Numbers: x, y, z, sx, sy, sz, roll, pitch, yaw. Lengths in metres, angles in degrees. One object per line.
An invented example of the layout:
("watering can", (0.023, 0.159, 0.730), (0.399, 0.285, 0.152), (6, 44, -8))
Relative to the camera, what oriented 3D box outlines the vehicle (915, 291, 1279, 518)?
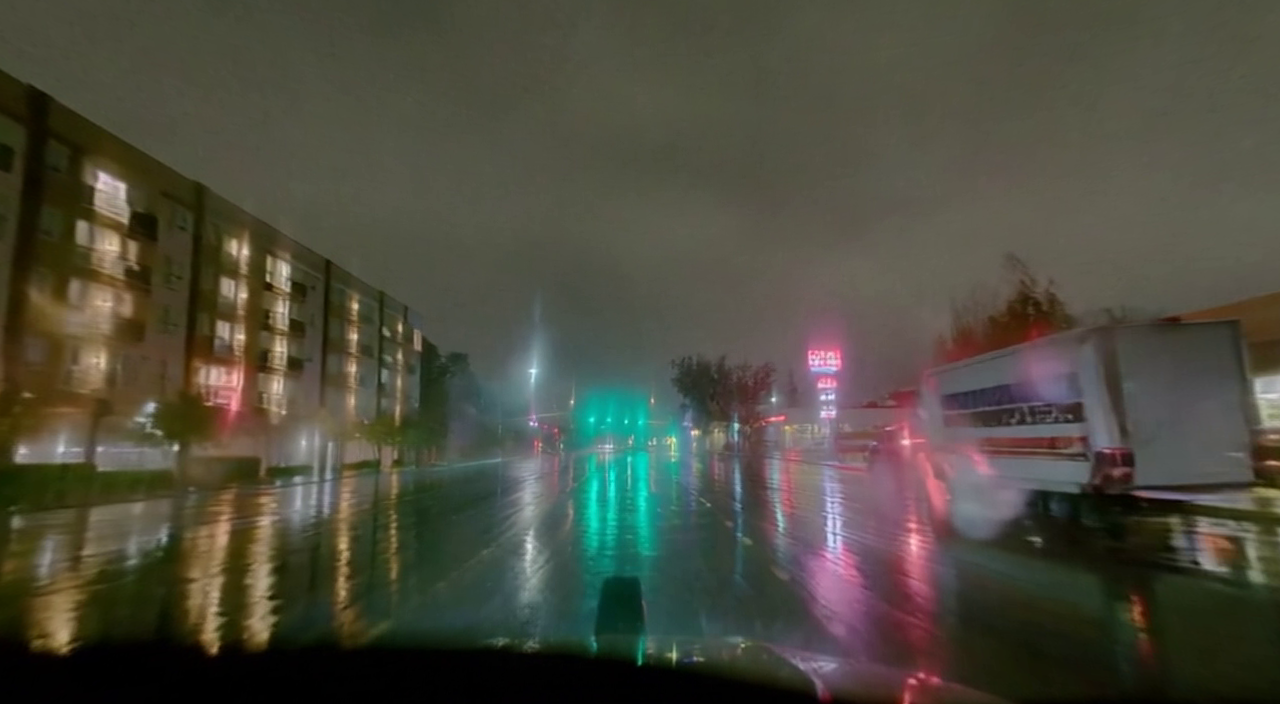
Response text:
("vehicle", (10.143, 1.513, 15.128), (3.174, 3.794, 9.019), (-1, -9, 1))
